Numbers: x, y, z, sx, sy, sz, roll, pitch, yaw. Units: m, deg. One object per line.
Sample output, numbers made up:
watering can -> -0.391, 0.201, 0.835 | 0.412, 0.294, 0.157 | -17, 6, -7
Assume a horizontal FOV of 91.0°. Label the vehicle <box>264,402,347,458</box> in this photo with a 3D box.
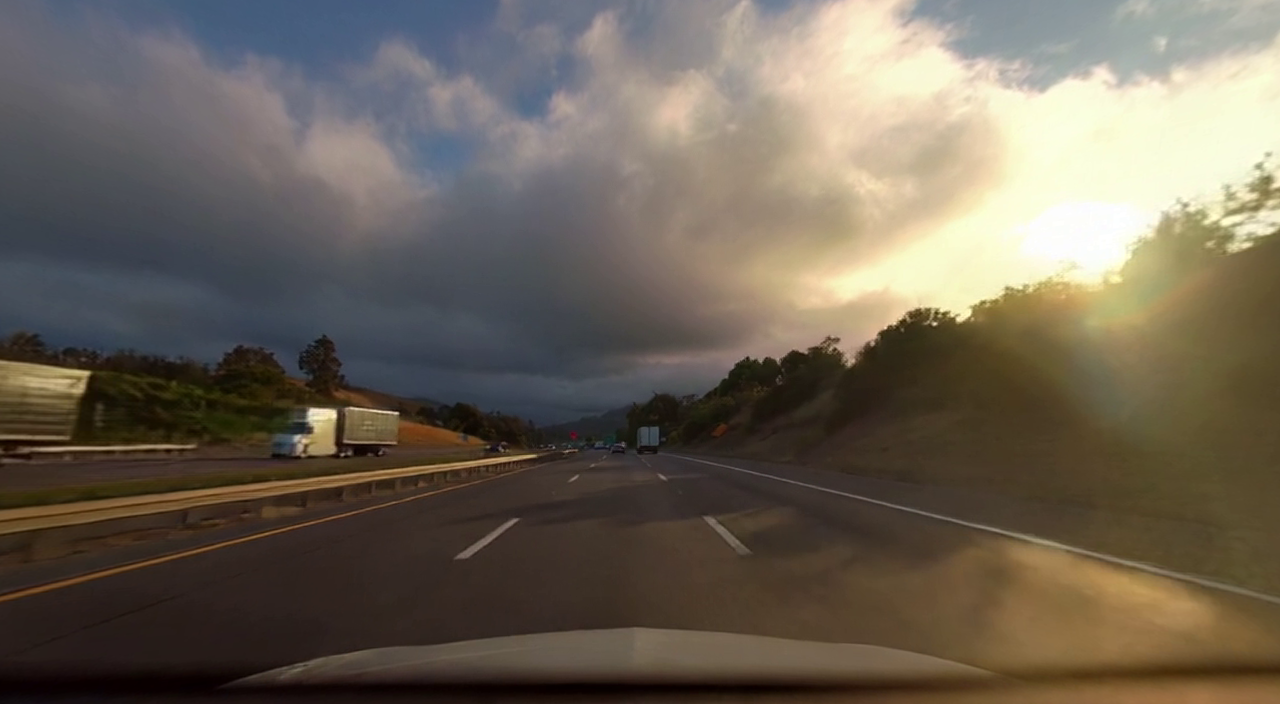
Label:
vehicle -> -25.083, 5.919, 47.522 | 2.960, 3.943, 5.922 | 0, -8, -1
